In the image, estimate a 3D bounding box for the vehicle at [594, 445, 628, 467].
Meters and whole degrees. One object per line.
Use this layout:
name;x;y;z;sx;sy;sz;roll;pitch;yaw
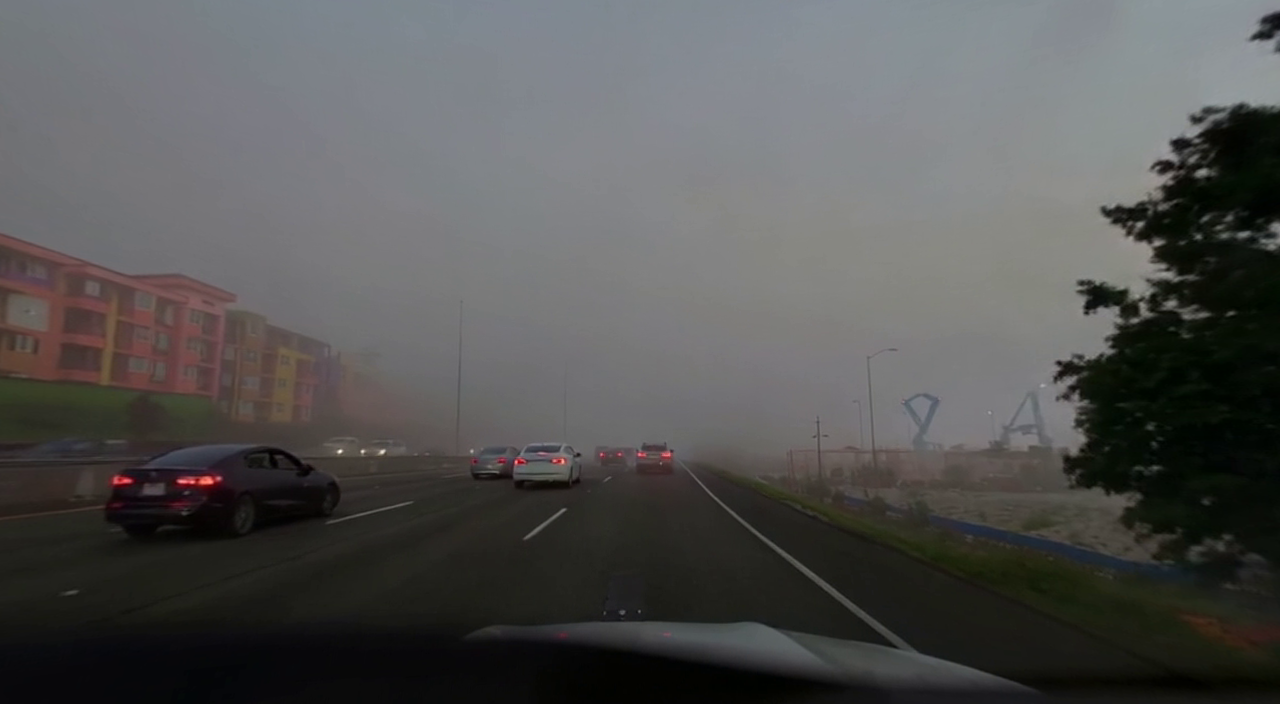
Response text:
vehicle;-2.033;7.501;45.808;2.029;1.497;3.960;0;-8;4

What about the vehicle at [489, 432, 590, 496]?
vehicle;-2.860;3.317;19.035;2.109;1.657;4.554;0;-8;2

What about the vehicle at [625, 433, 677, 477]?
vehicle;0.531;4.522;27.908;2.116;1.763;4.352;0;-8;2

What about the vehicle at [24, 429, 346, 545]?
vehicle;-6.996;2.092;10.490;1.959;1.486;4.460;0;-8;1

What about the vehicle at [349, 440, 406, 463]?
vehicle;-18.645;7.098;45.004;1.838;1.515;4.705;0;-8;3
